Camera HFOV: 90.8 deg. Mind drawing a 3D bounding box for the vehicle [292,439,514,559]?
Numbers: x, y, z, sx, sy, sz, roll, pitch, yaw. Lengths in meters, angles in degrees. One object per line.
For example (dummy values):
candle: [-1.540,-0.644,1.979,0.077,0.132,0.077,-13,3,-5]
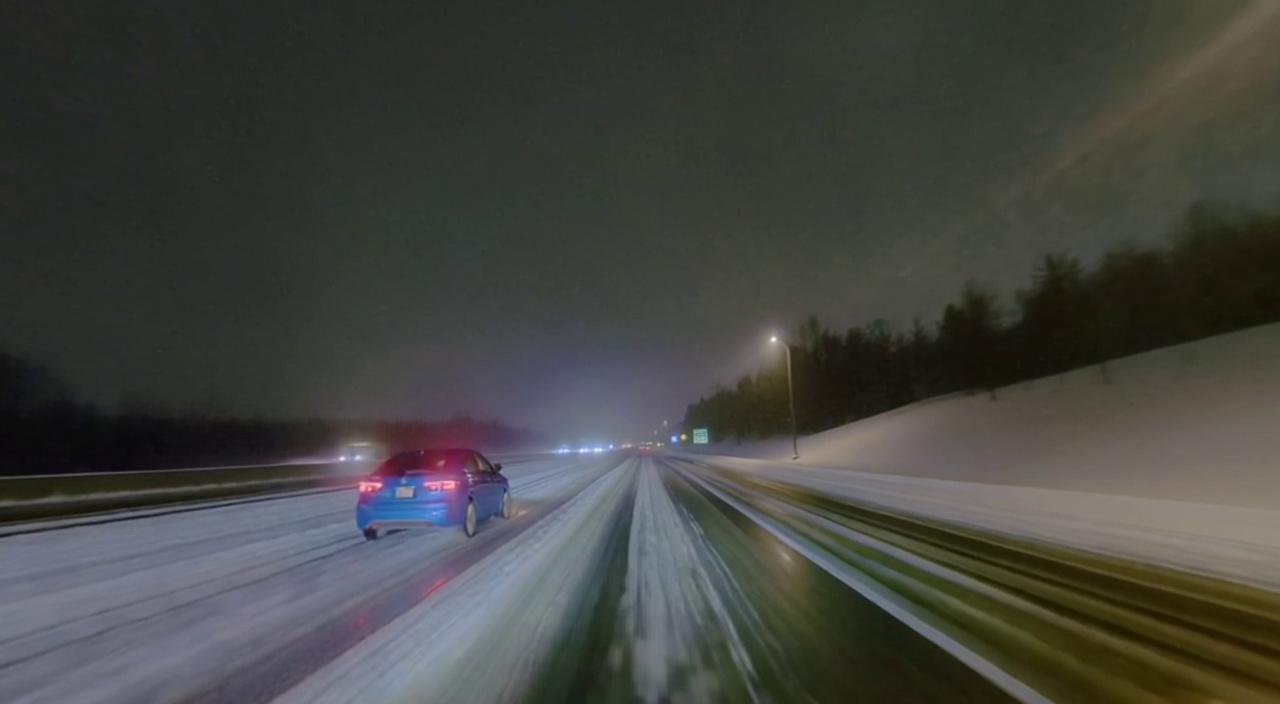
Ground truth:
vehicle: [-3.343,2.131,9.832,1.935,1.479,3.787,0,-9,1]
